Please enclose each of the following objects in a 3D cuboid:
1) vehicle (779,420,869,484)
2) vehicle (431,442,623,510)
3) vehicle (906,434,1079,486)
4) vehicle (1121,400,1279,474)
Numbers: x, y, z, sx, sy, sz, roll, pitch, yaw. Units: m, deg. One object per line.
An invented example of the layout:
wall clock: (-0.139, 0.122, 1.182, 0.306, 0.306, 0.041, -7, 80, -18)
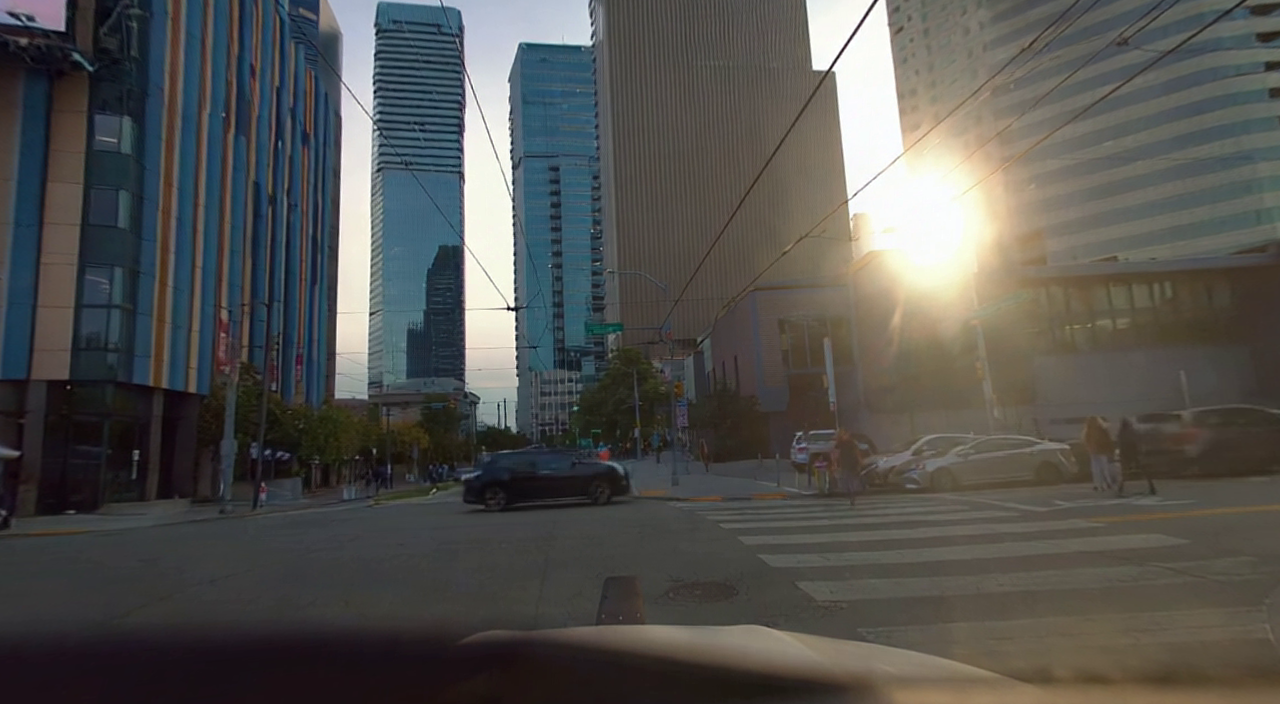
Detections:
vehicle: (7.590, 4.109, 26.631, 2.316, 2.425, 4.466, 1, -7, -2)
vehicle: (-2.794, 3.167, 16.468, 4.637, 1.624, 1.927, 0, -8, -3)
vehicle: (11.387, 3.488, 20.562, 4.697, 1.510, 1.596, 0, -9, -4)
vehicle: (15.282, 2.161, 15.980, 4.629, 1.696, 2.098, 1, -8, -6)
